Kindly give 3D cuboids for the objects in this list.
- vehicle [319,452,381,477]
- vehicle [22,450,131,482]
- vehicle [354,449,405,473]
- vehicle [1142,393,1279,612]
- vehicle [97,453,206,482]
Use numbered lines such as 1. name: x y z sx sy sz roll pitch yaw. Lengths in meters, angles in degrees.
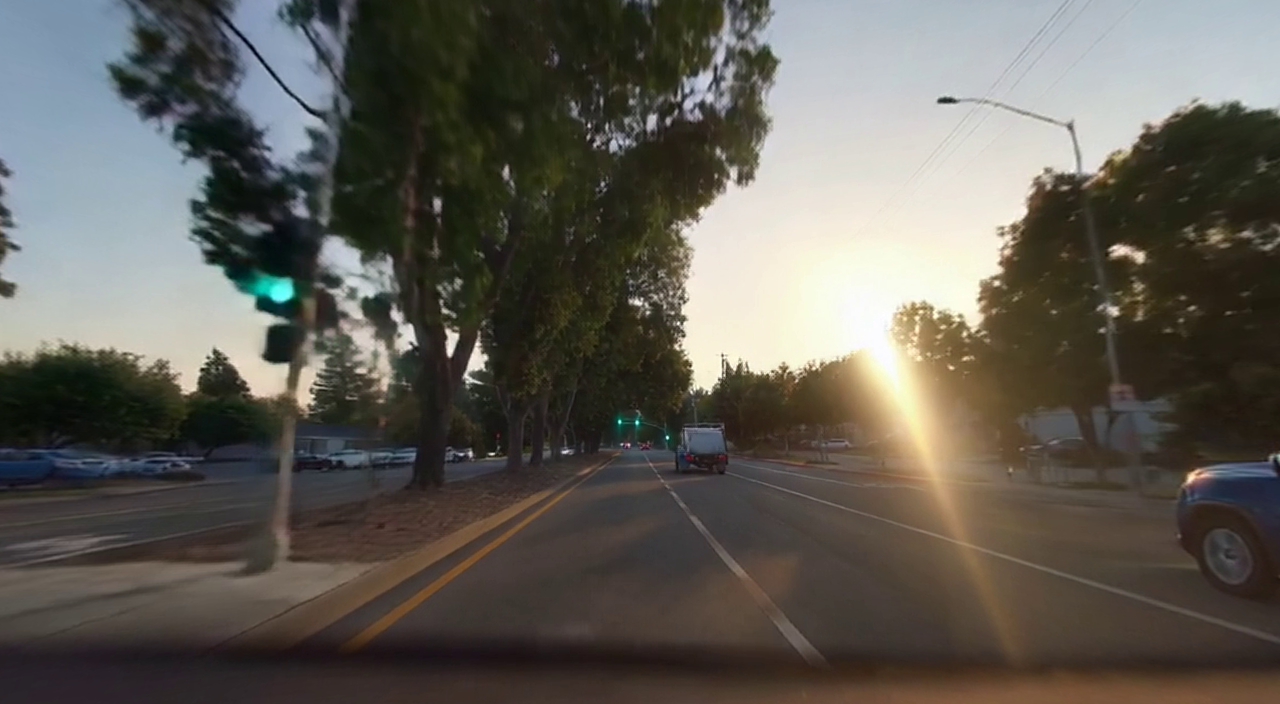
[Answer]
1. vehicle: -19.275 7.494 42.246 2.048 1.493 4.588 0 -8 -1
2. vehicle: -34.454 6.960 38.830 4.594 1.801 2.489 6 -10 -35
3. vehicle: -19.689 8.236 47.923 1.985 1.667 4.622 0 -8 -1
4. vehicle: 6.189 1.064 4.086 2.012 1.754 4.635 0 -8 0
5. vehicle: -28.532 6.746 37.010 4.657 1.636 2.059 0 -8 0
